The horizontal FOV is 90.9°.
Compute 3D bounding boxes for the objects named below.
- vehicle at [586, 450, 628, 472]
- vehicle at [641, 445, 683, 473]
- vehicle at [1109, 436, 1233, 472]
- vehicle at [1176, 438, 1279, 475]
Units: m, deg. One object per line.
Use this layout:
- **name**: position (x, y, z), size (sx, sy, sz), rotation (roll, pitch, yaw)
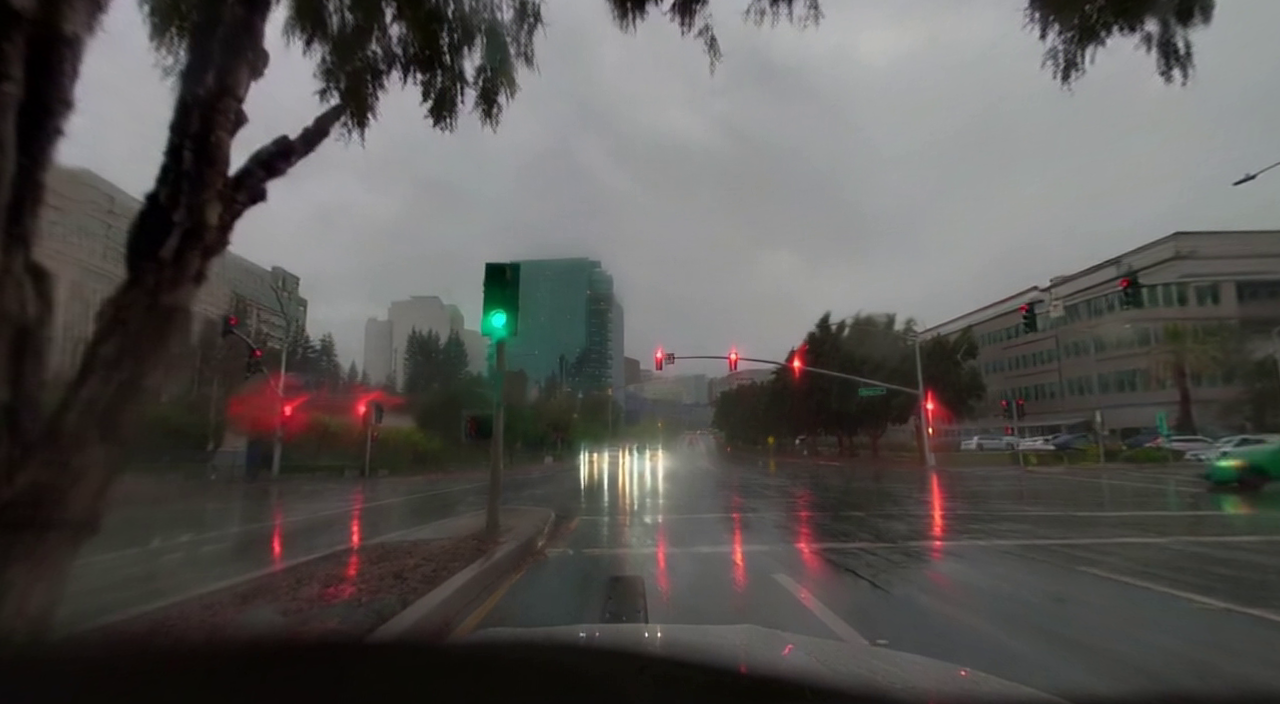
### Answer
- **vehicle**: position (-2.266, 7.668, 44.541), size (2.076, 1.476, 3.873), rotation (-2, -9, 12)
- **vehicle**: position (1.537, 7.160, 42.432), size (2.197, 1.739, 4.177), rotation (-2, -9, 10)
- **vehicle**: position (25.780, 4.932, 30.670), size (4.441, 1.674, 2.035), rotation (1, -9, -9)
- **vehicle**: position (26.151, 4.487, 27.221), size (4.644, 1.470, 1.922), rotation (1, -9, -10)
